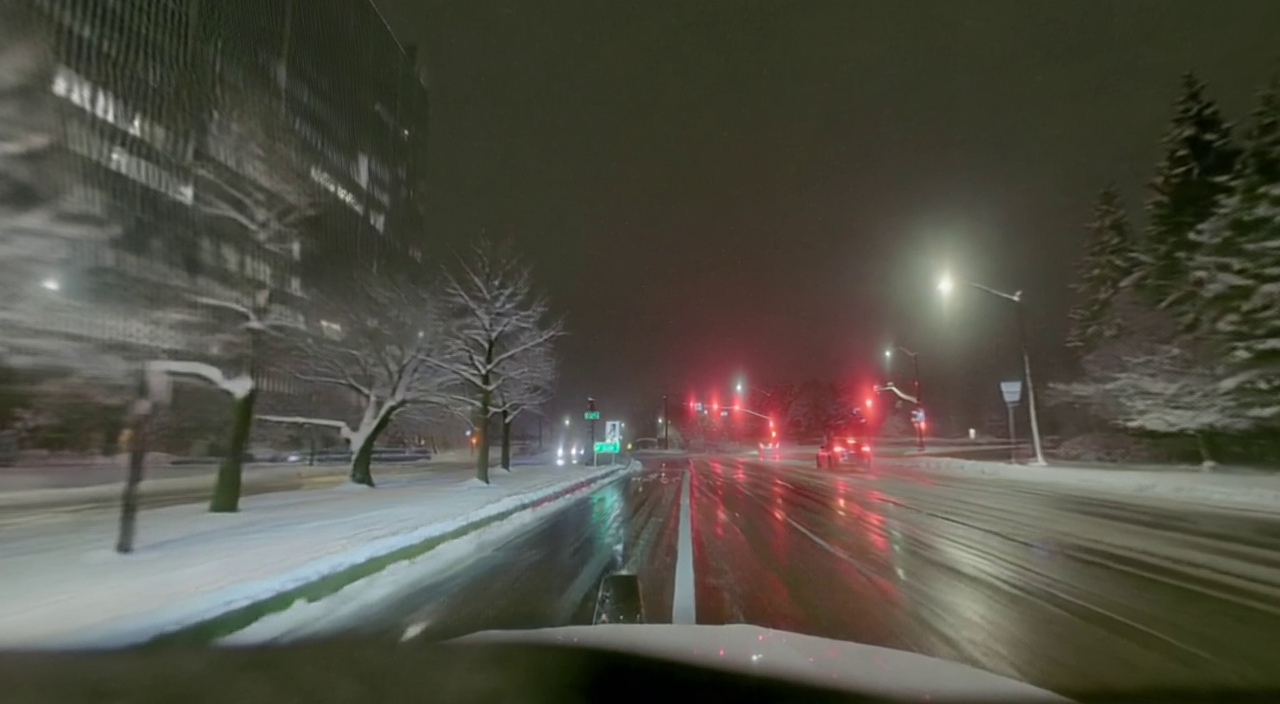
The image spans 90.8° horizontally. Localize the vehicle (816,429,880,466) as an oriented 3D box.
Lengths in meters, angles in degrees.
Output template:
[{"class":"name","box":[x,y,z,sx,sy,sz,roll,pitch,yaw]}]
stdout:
[{"class":"vehicle","box":[11.357,5.257,34.837,2.156,1.881,4.743,0,-9,4]}]
